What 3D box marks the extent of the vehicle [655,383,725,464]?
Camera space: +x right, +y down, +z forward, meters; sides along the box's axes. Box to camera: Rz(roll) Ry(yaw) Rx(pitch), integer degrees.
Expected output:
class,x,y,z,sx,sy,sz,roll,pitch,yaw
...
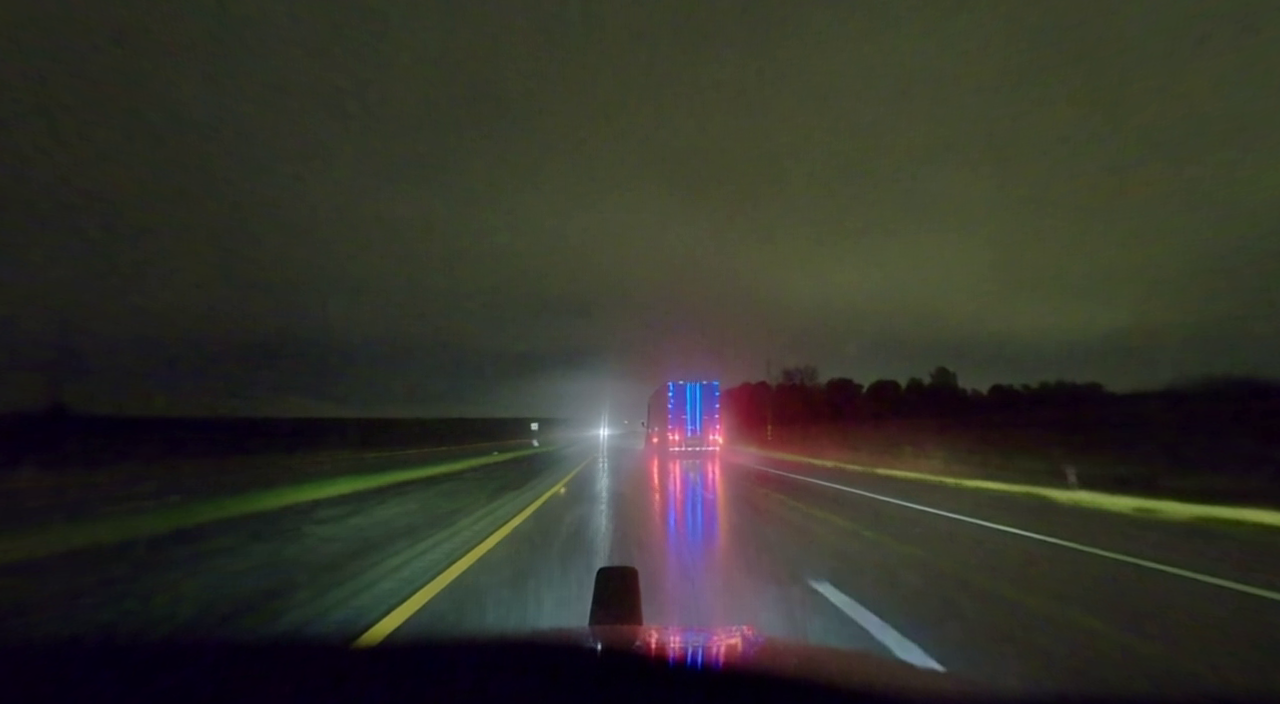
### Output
class,x,y,z,sx,sy,sz,roll,pitch,yaw
vehicle,2.512,4.024,34.635,2.949,3.877,8.528,0,-8,-2
